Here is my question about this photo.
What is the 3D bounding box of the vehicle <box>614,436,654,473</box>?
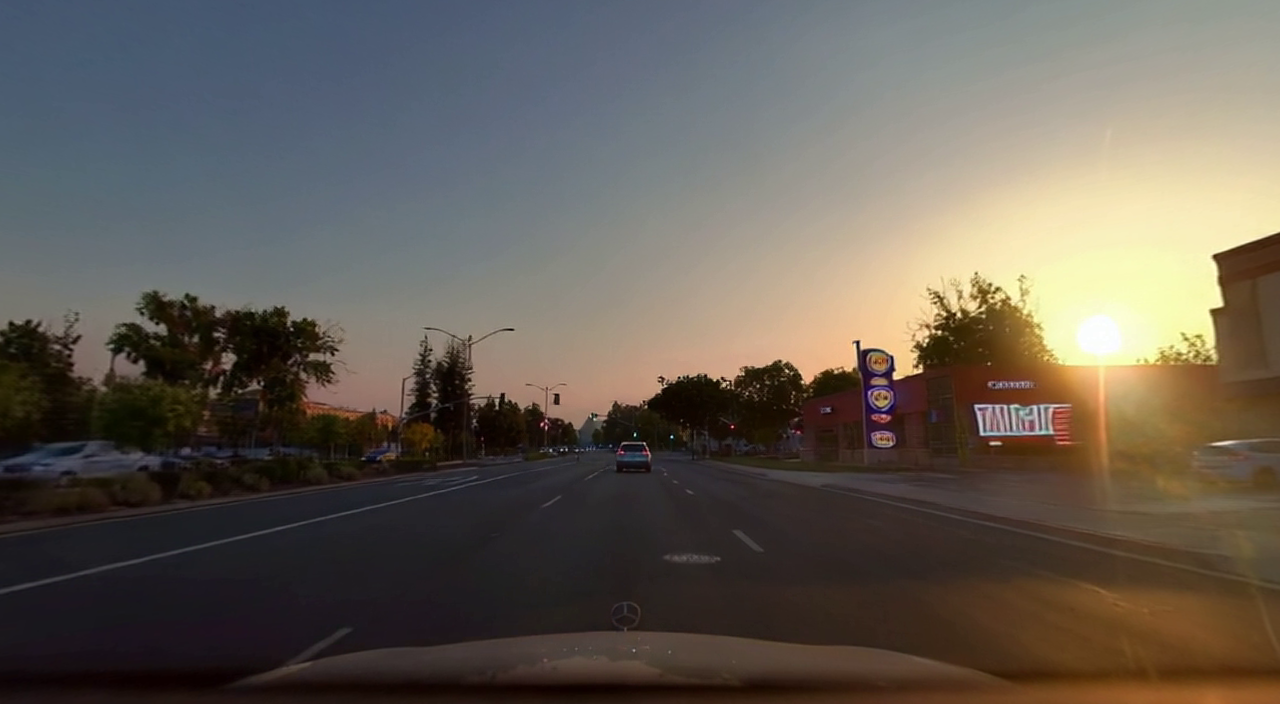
[{"bbox_3d":[-0.319,5.807,35.965,2.096,1.961,4.259,0,-8,0],"label":"vehicle"}]

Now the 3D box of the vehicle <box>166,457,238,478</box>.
[{"bbox_3d":[-32.185,8.500,46.517,3.791,1.473,1.942,0,-8,-2],"label":"vehicle"}]

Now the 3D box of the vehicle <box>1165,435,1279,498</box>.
[{"bbox_3d":[16.210,2.874,16.083,4.026,1.463,1.826,-1,-10,-2],"label":"vehicle"}]

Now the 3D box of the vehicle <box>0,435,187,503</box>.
[{"bbox_3d":[-19.973,4.091,22.823,2.492,2.083,6.312,0,-8,0],"label":"vehicle"}]
